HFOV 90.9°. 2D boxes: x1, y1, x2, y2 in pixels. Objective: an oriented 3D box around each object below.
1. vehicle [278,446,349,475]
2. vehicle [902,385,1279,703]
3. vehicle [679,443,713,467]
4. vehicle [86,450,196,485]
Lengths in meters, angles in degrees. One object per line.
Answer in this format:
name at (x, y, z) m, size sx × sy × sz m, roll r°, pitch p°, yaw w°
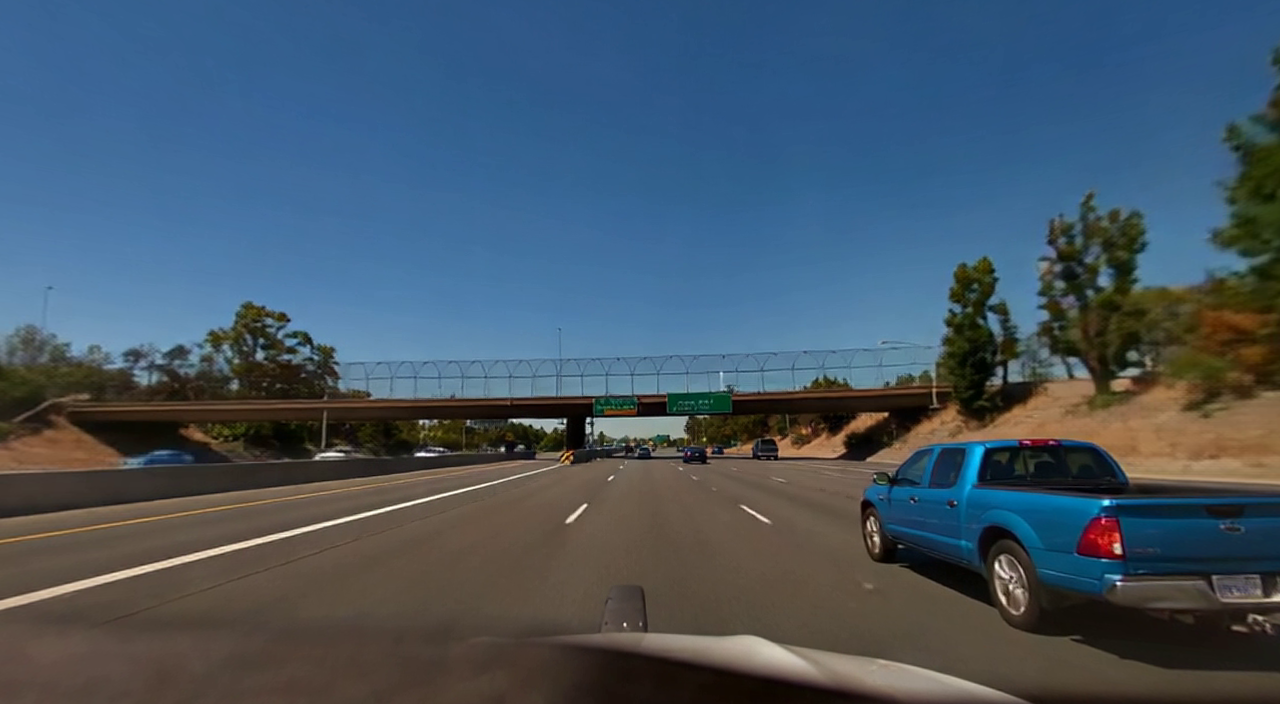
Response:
vehicle at (-21.684, 7.198, 42.132) m, size 2.110 × 1.746 × 4.793 m, roll 0°, pitch -8°, yaw 0°
vehicle at (3.401, 1.010, 3.137) m, size 2.119 × 1.524 × 4.807 m, roll 0°, pitch -8°, yaw 0°
vehicle at (4.033, 7.488, 45.942) m, size 2.014 × 1.643 × 4.039 m, roll 0°, pitch -8°, yaw -1°
vehicle at (-25.728, 5.955, 32.795) m, size 1.888 × 1.608 × 4.652 m, roll 0°, pitch -8°, yaw 0°
